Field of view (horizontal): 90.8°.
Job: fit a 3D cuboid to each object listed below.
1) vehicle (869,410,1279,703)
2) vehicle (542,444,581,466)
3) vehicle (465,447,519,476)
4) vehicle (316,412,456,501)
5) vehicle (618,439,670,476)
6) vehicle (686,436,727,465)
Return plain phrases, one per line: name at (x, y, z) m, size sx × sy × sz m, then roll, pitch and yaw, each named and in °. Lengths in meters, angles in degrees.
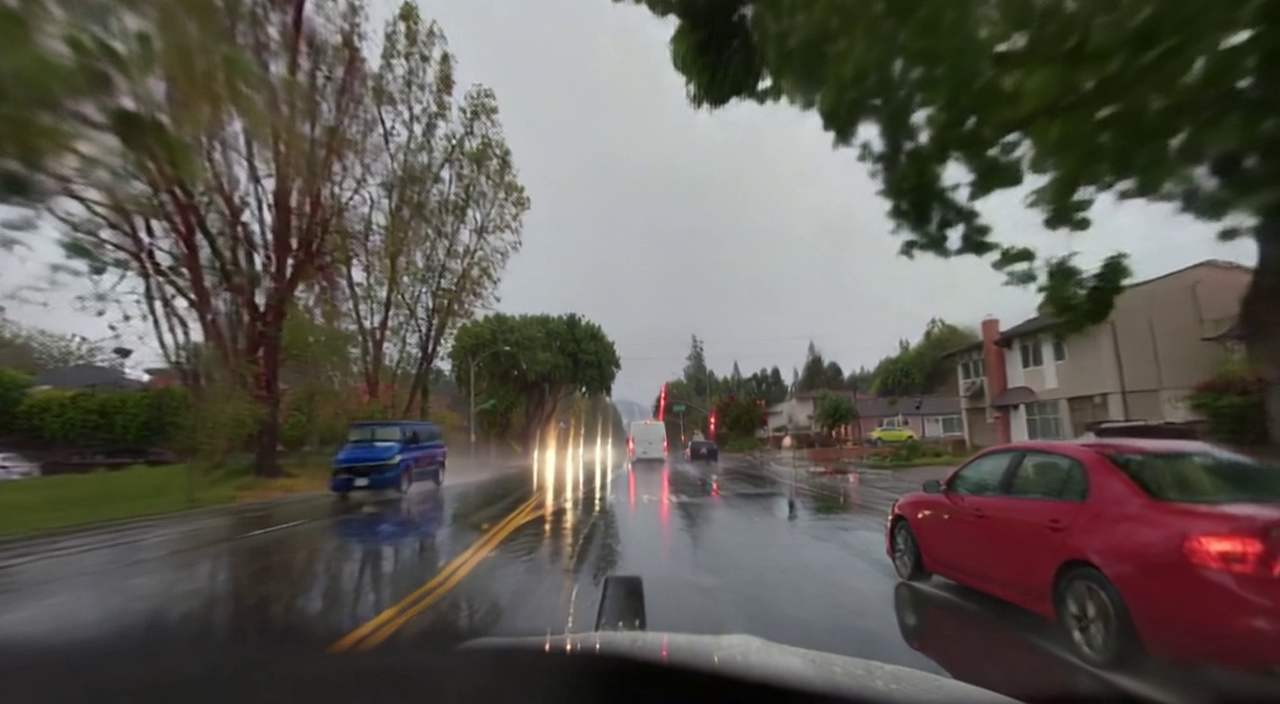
vehicle at (3.558, 1.280, 4.783) m, size 1.973 × 1.447 × 4.402 m, roll 0°, pitch -8°, yaw 0°
vehicle at (-5.658, 7.431, 45.980) m, size 2.193 × 1.502 × 4.913 m, roll 0°, pitch -8°, yaw 0°
vehicle at (-7.986, 5.906, 34.448) m, size 2.070 × 1.454 × 4.400 m, roll 0°, pitch -8°, yaw -2°
vehicle at (-8.217, 3.443, 21.250) m, size 2.383 × 2.558 × 5.821 m, roll 0°, pitch -8°, yaw -2°
vehicle at (0.167, 4.602, 27.899) m, size 2.114 × 1.483 × 4.207 m, roll 0°, pitch -8°, yaw 0°
vehicle at (4.374, 6.588, 42.491) m, size 2.187 × 1.847 × 4.553 m, roll 0°, pitch -8°, yaw -1°
